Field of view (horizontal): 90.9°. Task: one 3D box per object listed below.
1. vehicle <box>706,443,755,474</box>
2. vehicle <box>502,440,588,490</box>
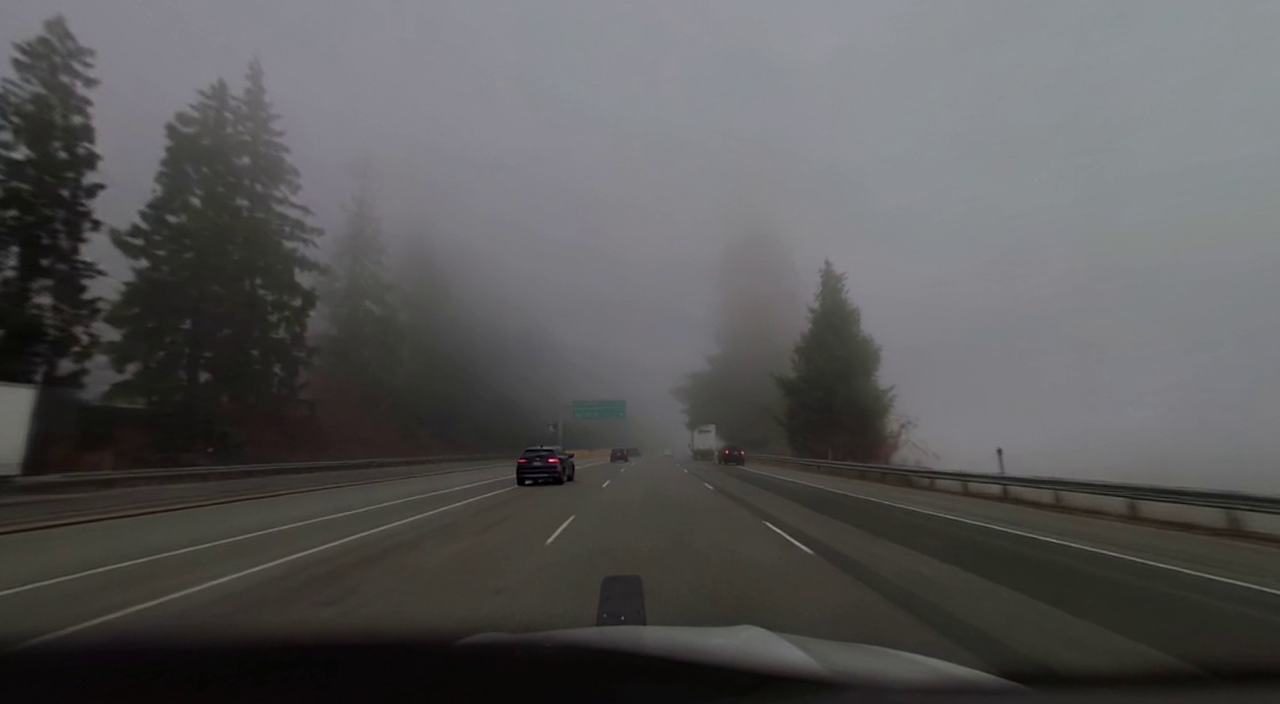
[{"bbox_3d":[4.964,5.915,35.091,2.176,1.598,3.878,0,-9,1],"label":"vehicle"},{"bbox_3d":[-3.180,3.918,22.177,2.085,1.530,4.809,0,-9,2],"label":"vehicle"}]
